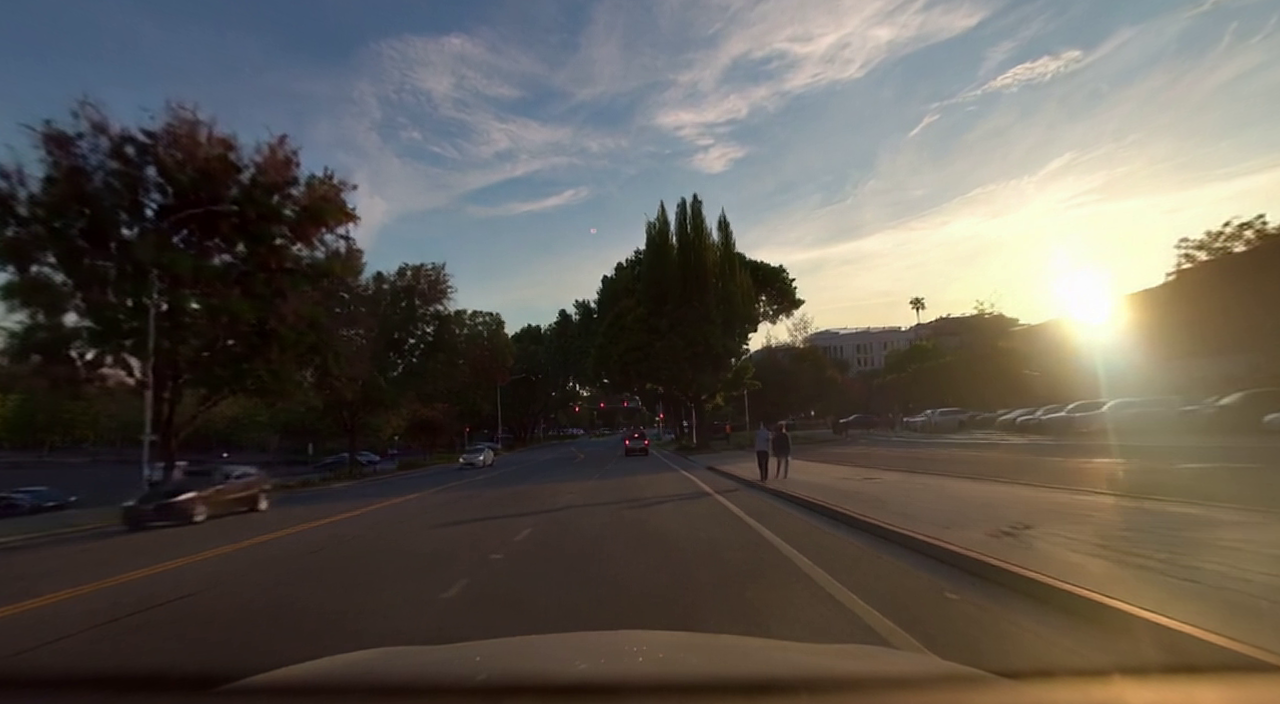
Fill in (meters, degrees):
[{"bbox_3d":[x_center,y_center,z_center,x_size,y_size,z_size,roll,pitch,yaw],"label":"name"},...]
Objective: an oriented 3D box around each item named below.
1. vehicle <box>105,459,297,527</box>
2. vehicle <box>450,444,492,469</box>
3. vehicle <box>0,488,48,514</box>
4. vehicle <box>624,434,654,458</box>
[{"bbox_3d":[-11.498,3.674,17.052,2.011,1.475,4.536,0,-8,-2],"label":"vehicle"},{"bbox_3d":[-12.757,7.913,48.039,2.117,1.724,4.366,0,-8,-2],"label":"vehicle"},{"bbox_3d":[-43.357,10.163,43.113,3.943,1.578,1.916,-1,-9,2],"label":"vehicle"},{"bbox_3d":[-0.101,7.205,48.455,2.228,1.790,4.180,0,-8,0],"label":"vehicle"}]
